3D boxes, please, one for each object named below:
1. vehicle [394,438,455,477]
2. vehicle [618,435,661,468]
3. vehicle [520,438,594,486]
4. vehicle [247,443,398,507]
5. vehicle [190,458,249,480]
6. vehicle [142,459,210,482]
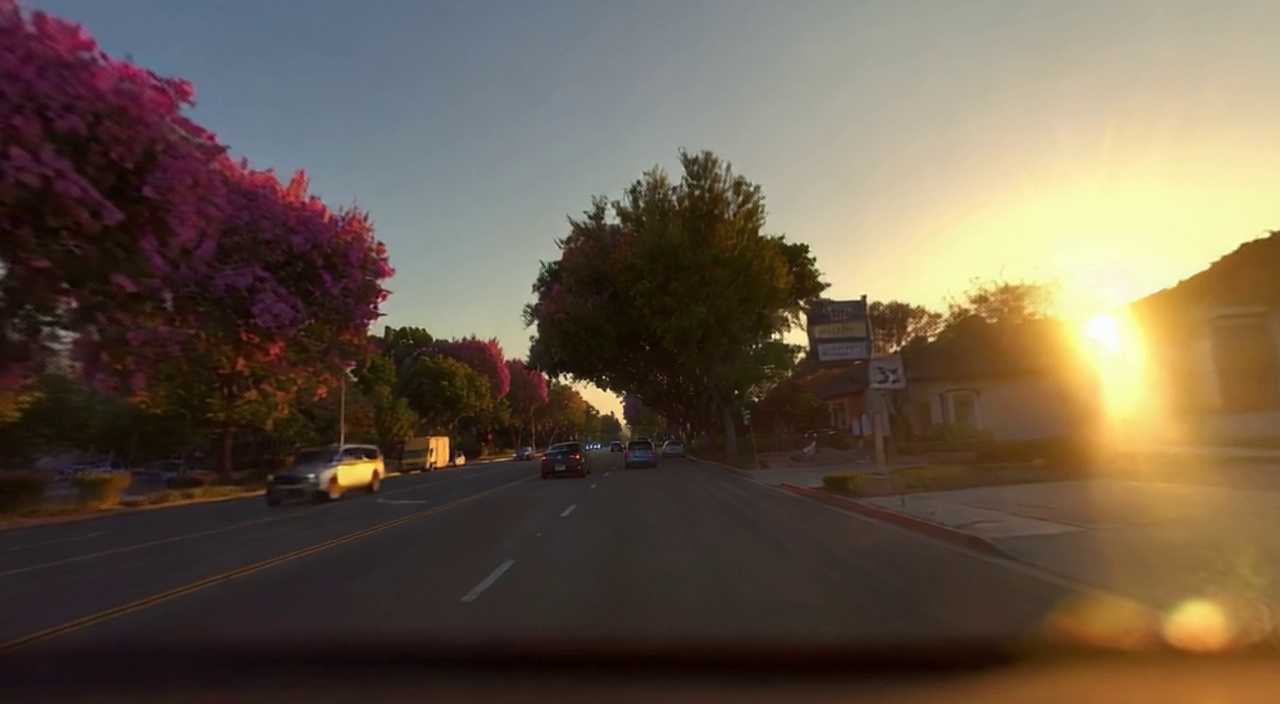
[{"bbox_3d":[-16.362,7.975,48.359,2.474,2.431,6.256,-5,-7,-1],"label":"vehicle"},{"bbox_3d":[-0.064,5.843,37.131,2.376,1.801,4.317,0,-9,-1],"label":"vehicle"},{"bbox_3d":[-2.991,4.077,23.740,2.167,1.634,4.220,0,-9,0],"label":"vehicle"},{"bbox_3d":[-9.855,3.816,20.213,2.147,1.741,5.166,0,-9,0],"label":"vehicle"},{"bbox_3d":[-31.729,8.854,47.732,3.292,1.374,1.616,-3,-8,-2],"label":"vehicle"},{"bbox_3d":[-31.489,8.038,42.911,3.340,1.400,1.578,-1,-8,-1],"label":"vehicle"}]
